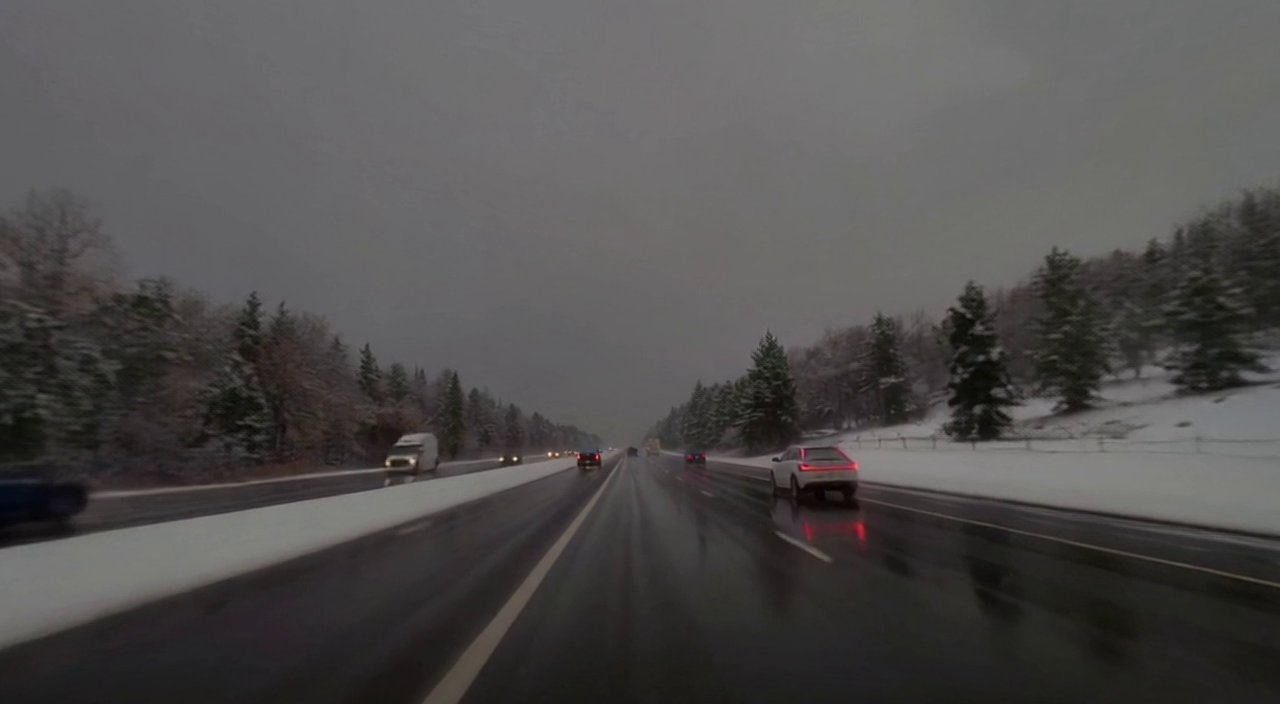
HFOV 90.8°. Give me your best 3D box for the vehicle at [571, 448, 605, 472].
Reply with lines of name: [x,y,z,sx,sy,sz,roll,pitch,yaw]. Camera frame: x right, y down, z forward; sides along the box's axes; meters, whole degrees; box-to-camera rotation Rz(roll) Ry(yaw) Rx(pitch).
vehicle: [-3.446,7.252,42.411,2.021,1.507,4.272,0,-9,-1]

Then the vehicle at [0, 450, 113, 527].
vehicle: [-14.958,3.053,14.242,2.034,1.647,4.778,0,-9,-1]

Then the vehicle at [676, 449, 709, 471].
vehicle: [3.586,7.459,43.762,1.846,1.480,3.694,0,-9,-2]

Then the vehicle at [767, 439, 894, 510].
vehicle: [4.683,3.060,16.136,1.903,1.566,3.866,0,-9,-2]

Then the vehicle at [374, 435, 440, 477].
vehicle: [-15.486,6.932,42.346,2.246,2.611,5.858,0,-9,-1]
